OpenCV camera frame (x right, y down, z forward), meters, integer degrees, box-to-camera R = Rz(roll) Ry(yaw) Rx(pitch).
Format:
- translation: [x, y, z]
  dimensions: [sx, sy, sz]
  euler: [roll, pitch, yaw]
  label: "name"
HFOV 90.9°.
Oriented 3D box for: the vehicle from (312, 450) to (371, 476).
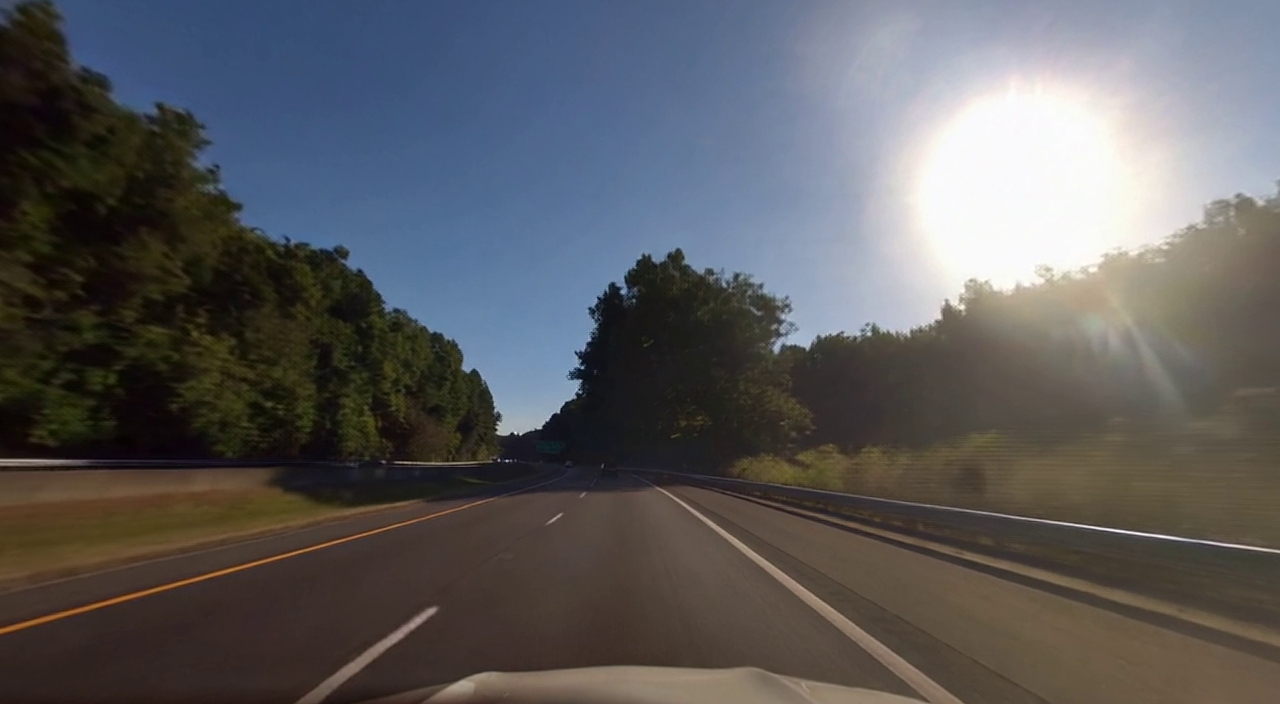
- translation: [-17.840, 6.692, 37.861]
  dimensions: [1.755, 1.425, 3.768]
  euler: [1, -10, -1]
  label: "vehicle"
